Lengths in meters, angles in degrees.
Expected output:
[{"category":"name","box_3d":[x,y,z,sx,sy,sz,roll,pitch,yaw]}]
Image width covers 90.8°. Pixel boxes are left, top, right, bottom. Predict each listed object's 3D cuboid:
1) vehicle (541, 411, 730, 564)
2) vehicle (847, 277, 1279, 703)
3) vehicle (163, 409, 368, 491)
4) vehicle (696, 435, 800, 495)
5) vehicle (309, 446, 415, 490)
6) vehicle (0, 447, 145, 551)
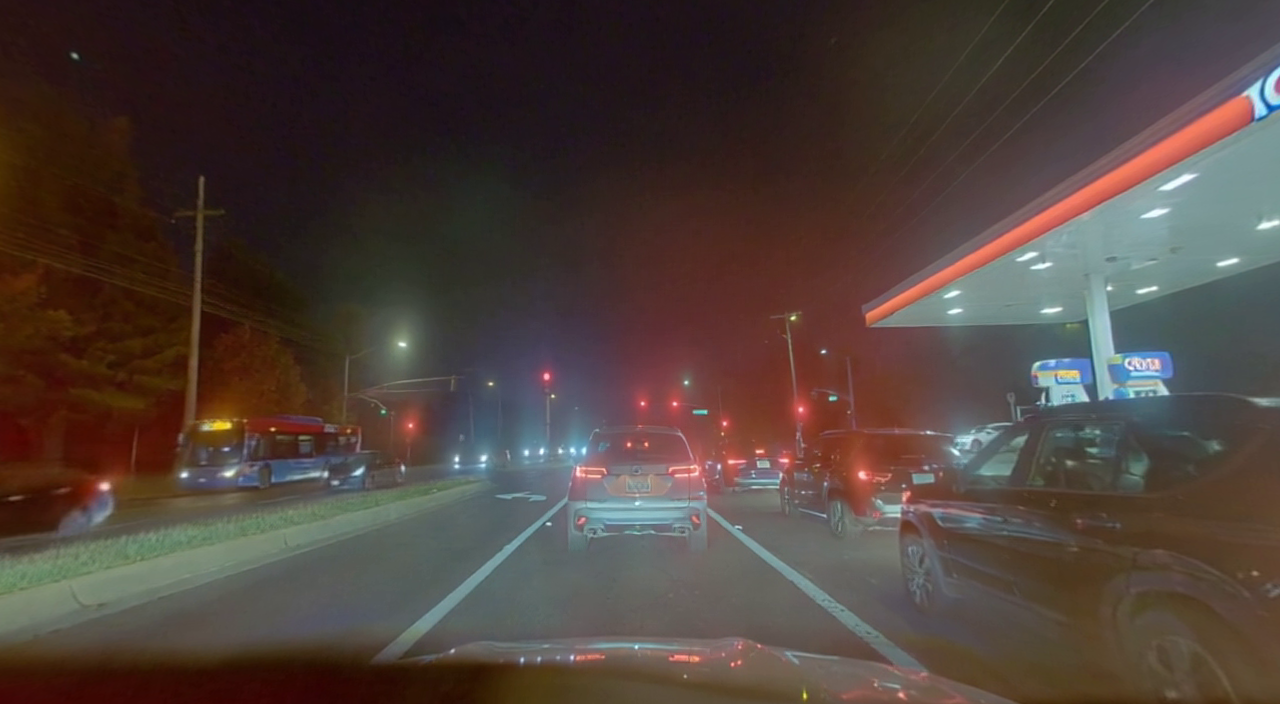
[{"category":"vehicle","box_3d":[-0.104,1.805,9.118,2.087,1.677,4.053,0,-9,-2]},{"category":"vehicle","box_3d":[3.088,0.958,3.988,2.049,1.813,4.245,0,-9,-1]},{"category":"vehicle","box_3d":[-18.727,5.124,33.376,3.010,3.475,12.655,0,-9,1]},{"category":"vehicle","box_3d":[2.892,3.165,18.033,2.040,1.481,4.407,0,-9,-2]},{"category":"vehicle","box_3d":[-10.499,4.376,24.283,1.976,1.483,4.630,0,-9,0]},{"category":"vehicle","box_3d":[-10.295,2.174,9.416,2.030,1.498,4.690,0,-9,0]}]
